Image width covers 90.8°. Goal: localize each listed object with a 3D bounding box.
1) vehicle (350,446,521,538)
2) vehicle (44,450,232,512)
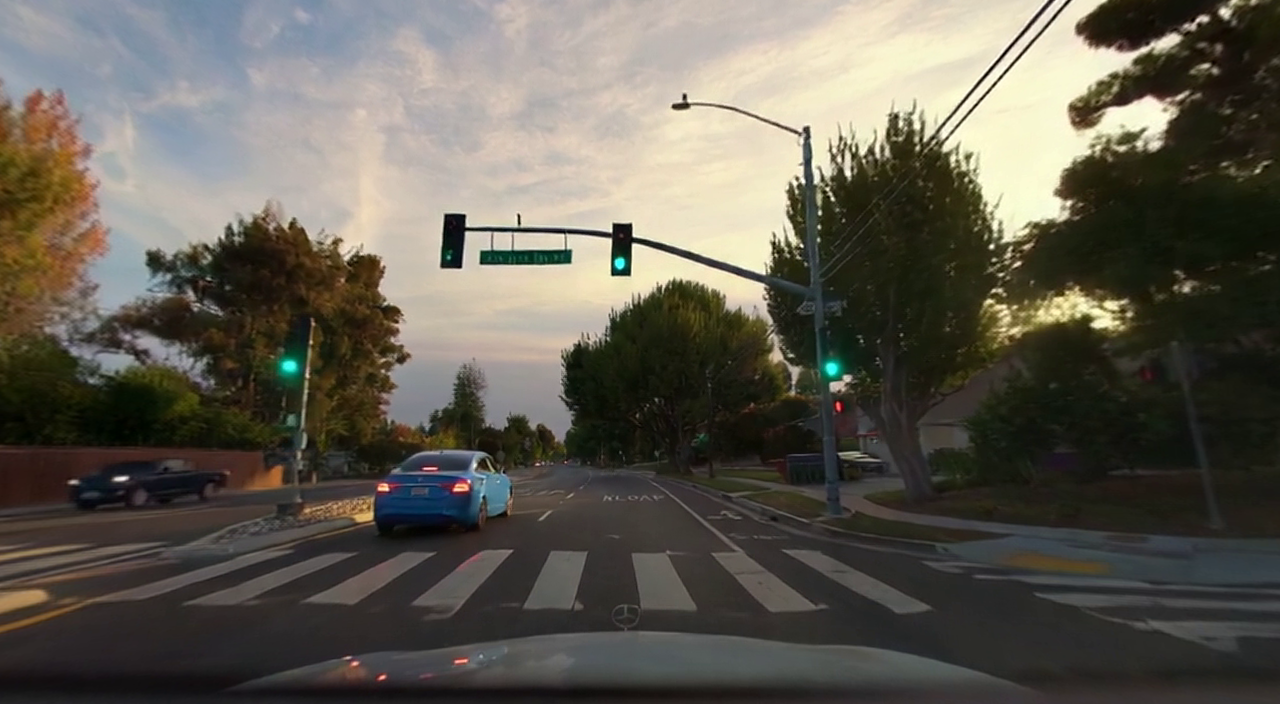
[{"bbox_3d":[-3.850,2.695,12.857,1.980,1.508,4.502,0,-9,0],"label":"vehicle"},{"bbox_3d":[-17.542,4.488,22.613,2.228,1.879,5.638,0,-9,-2],"label":"vehicle"}]
